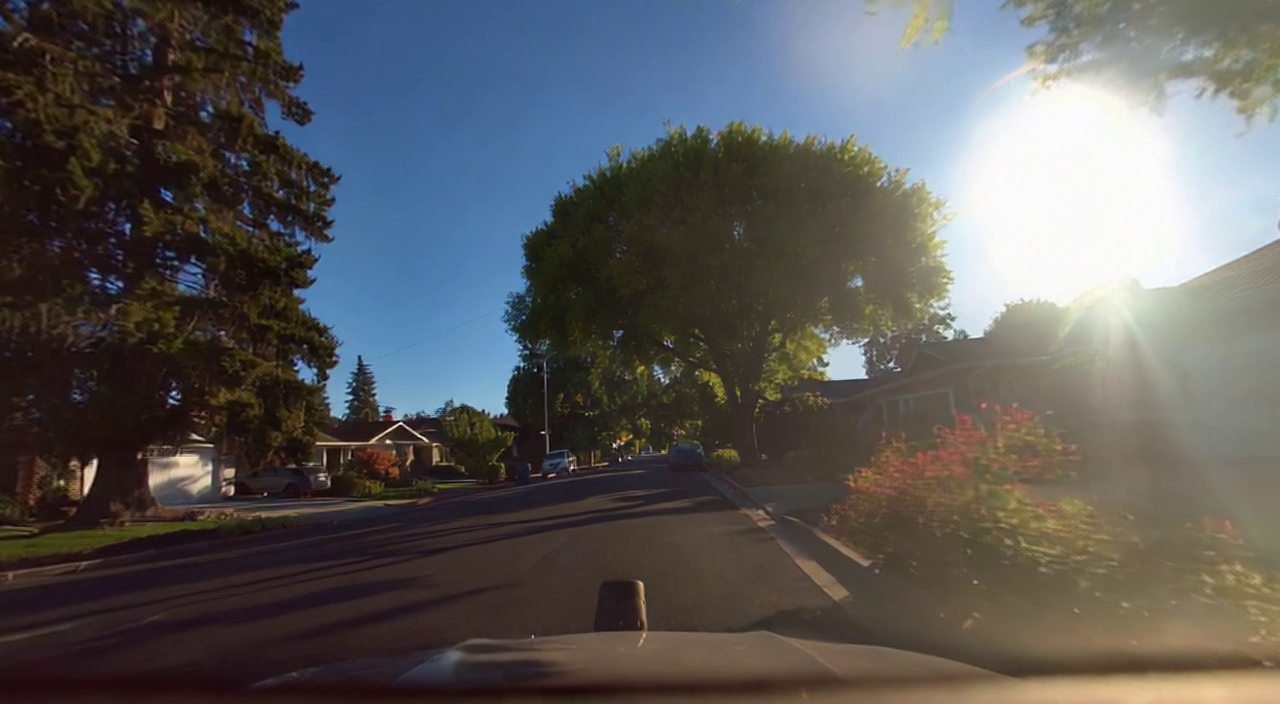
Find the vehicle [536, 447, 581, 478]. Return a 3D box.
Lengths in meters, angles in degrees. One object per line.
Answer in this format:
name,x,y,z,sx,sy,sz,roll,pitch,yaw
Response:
vehicle,-5.573,7.608,43.763,2.208,1.834,4.675,-5,-9,2

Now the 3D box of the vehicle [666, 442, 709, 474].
vehicle,2.453,5.584,33.479,2.005,1.553,3.984,-1,-9,1

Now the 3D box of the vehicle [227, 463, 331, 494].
vehicle,-19.142,6.715,33.593,4.404,1.495,1.844,-1,-9,4
